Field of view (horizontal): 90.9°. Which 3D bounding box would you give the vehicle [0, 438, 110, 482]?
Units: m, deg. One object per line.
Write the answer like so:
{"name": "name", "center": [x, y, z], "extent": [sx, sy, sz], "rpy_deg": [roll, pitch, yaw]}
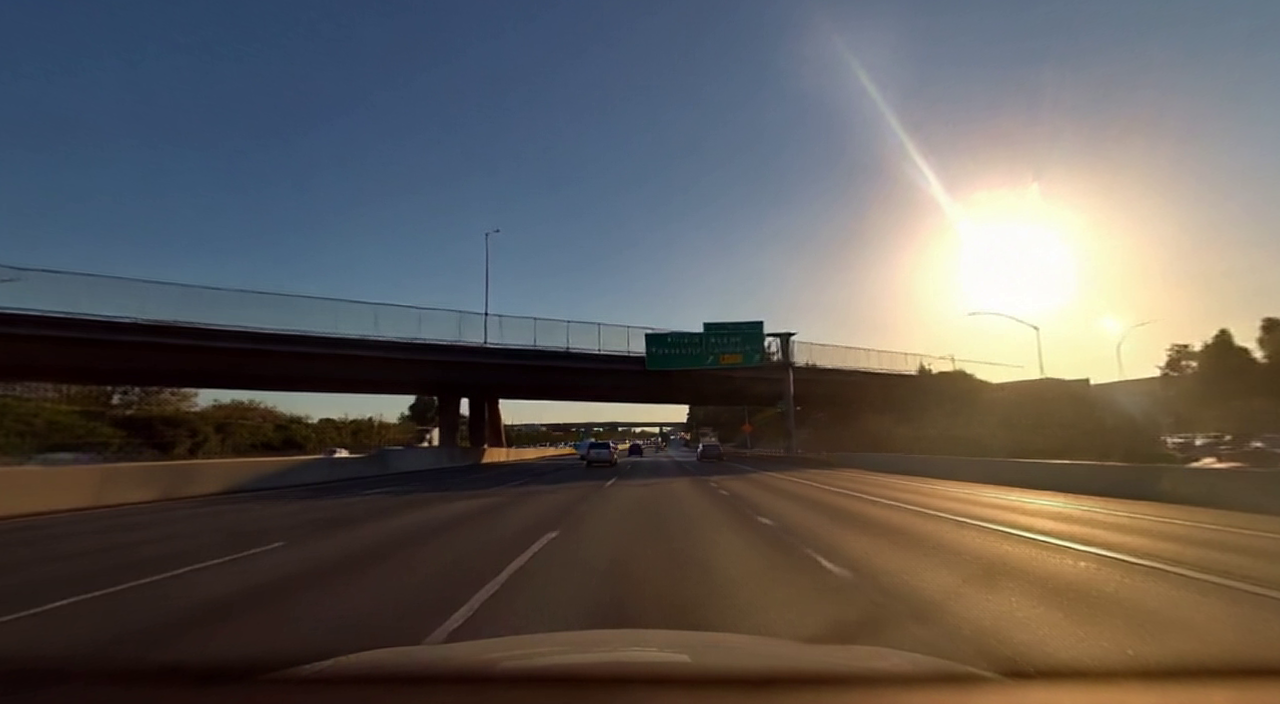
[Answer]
{"name": "vehicle", "center": [-24.134, 4.248, 25.110], "extent": [1.909, 1.567, 4.674], "rpy_deg": [0, -8, 1]}

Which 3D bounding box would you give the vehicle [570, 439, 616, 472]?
{"name": "vehicle", "center": [-2.574, 5.834, 35.840], "extent": [2.196, 1.733, 4.355], "rpy_deg": [0, -8, 1]}

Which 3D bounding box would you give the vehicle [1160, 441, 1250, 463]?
{"name": "vehicle", "center": [39.059, 6.935, 43.747], "extent": [1.848, 1.440, 4.347], "rpy_deg": [1, -8, -10]}
